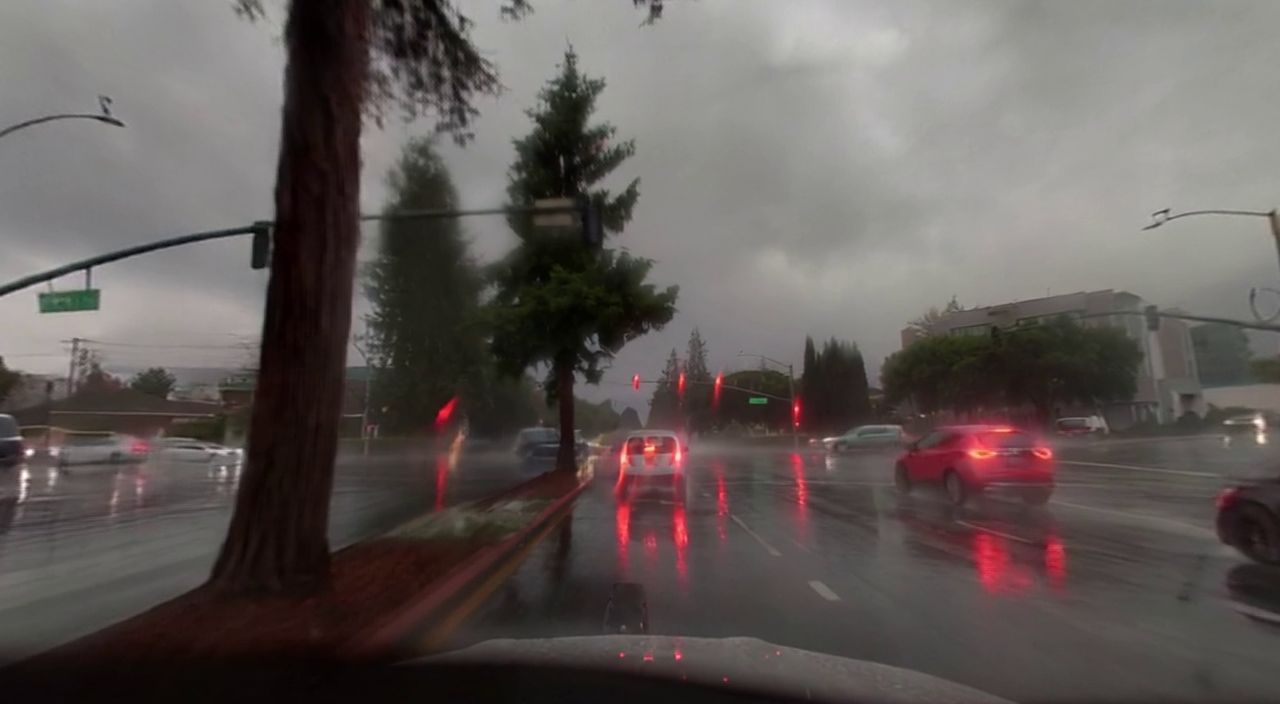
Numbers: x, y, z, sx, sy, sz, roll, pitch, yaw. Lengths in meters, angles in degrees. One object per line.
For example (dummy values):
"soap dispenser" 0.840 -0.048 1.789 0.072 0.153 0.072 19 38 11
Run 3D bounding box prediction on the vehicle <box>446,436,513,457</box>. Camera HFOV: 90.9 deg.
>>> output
"vehicle" -12.081 7.136 47.707 4.564 1.475 1.767 0 -8 1

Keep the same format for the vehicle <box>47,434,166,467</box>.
"vehicle" -30.124 5.578 35.703 4.833 1.784 2.027 0 -8 0

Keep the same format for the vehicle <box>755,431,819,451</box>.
"vehicle" 11.265 6.851 48.548 4.507 1.440 1.736 0 -8 -1

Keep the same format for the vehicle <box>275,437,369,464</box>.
"vehicle" -18.023 5.588 35.868 4.399 1.445 1.769 -1 -8 2

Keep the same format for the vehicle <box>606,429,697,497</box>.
"vehicle" 0.220 2.778 16.106 2.041 1.485 3.813 0 -8 -1

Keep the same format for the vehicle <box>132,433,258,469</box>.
"vehicle" -22.721 5.066 32.333 4.921 1.757 2.036 -1 -8 2

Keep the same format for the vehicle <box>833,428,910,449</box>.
"vehicle" 16.150 6.074 44.226 4.667 1.450 1.818 0 -8 1

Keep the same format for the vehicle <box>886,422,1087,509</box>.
"vehicle" 7.228 2.404 13.798 1.901 1.577 4.348 0 -8 0

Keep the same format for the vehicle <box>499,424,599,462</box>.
"vehicle" -4.549 4.660 32.252 4.786 1.803 1.967 -1 -8 1
